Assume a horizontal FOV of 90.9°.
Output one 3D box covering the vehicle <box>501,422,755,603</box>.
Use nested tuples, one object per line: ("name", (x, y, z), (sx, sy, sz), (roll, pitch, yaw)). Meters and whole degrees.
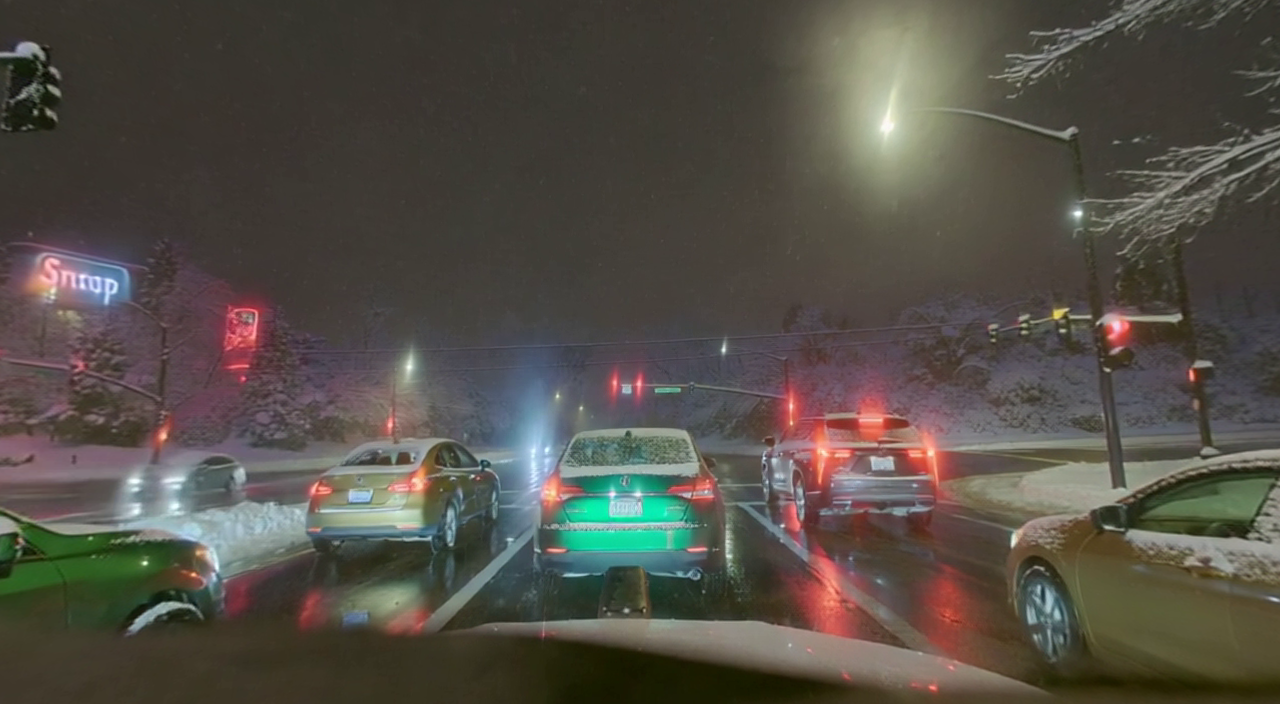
("vehicle", (-0.122, 1.664, 7.459), (2.140, 1.499, 4.119), (0, -8, -1))

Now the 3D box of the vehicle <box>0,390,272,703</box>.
("vehicle", (-3.477, 0.851, 1.870), (2.016, 1.547, 4.414), (0, -8, 1))

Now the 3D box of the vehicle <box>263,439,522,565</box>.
("vehicle", (-3.299, 2.076, 9.561), (1.995, 1.436, 4.373), (-1, -8, 3))

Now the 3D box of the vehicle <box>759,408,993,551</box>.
("vehicle", (3.306, 1.879, 9.914), (1.992, 1.744, 4.183), (0, -8, -1))

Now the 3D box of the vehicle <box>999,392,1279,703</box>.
("vehicle", (3.935, 0.975, 3.123), (1.800, 1.519, 4.198), (0, -8, 0))
